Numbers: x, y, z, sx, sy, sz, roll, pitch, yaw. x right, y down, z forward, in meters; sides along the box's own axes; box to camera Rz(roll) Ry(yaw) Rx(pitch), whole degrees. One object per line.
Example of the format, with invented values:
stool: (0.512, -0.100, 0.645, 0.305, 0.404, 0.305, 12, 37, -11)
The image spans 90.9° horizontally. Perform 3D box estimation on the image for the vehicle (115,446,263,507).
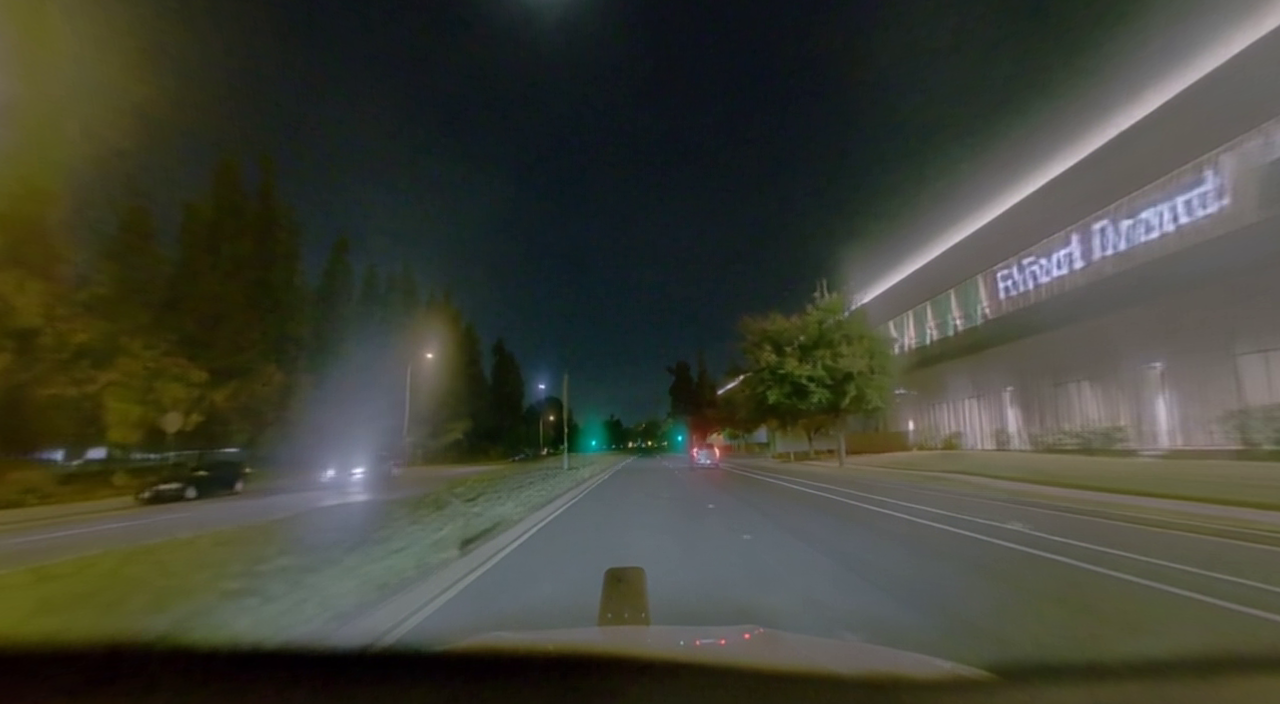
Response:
vehicle: (-16.633, 4.554, 23.652, 2.070, 1.892, 4.708, -2, -8, 0)

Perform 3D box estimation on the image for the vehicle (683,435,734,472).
vehicle: (3.520, 5.304, 33.172, 2.143, 1.759, 4.378, 0, -8, -1)

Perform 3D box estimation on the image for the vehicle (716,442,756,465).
vehicle: (6.655, 7.057, 44.109, 2.100, 1.491, 4.563, 0, -8, 0)

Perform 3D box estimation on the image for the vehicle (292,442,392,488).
vehicle: (-12.427, 4.713, 26.663, 1.951, 1.760, 4.410, 0, -8, 1)
